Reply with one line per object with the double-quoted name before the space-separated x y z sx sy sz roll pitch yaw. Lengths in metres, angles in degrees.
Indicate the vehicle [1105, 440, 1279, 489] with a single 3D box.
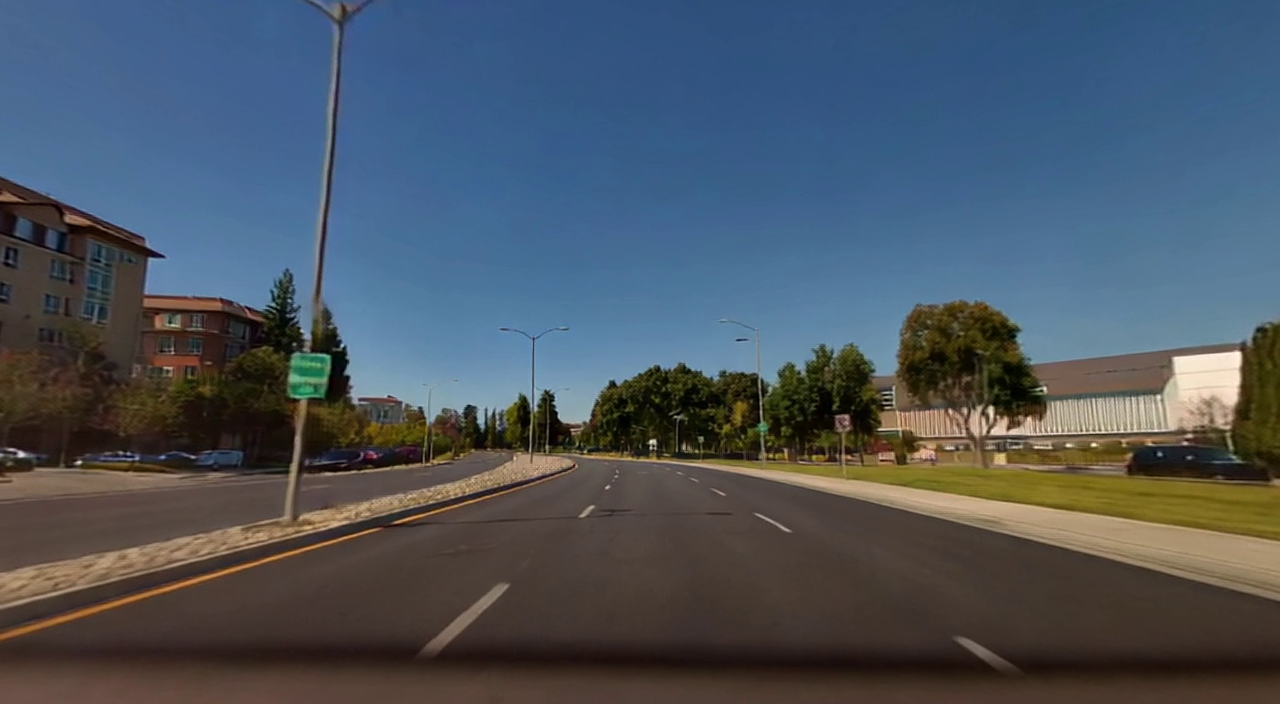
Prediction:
"vehicle" 25.329 5.130 29.112 2.337 1.969 5.826 6 -10 -22
